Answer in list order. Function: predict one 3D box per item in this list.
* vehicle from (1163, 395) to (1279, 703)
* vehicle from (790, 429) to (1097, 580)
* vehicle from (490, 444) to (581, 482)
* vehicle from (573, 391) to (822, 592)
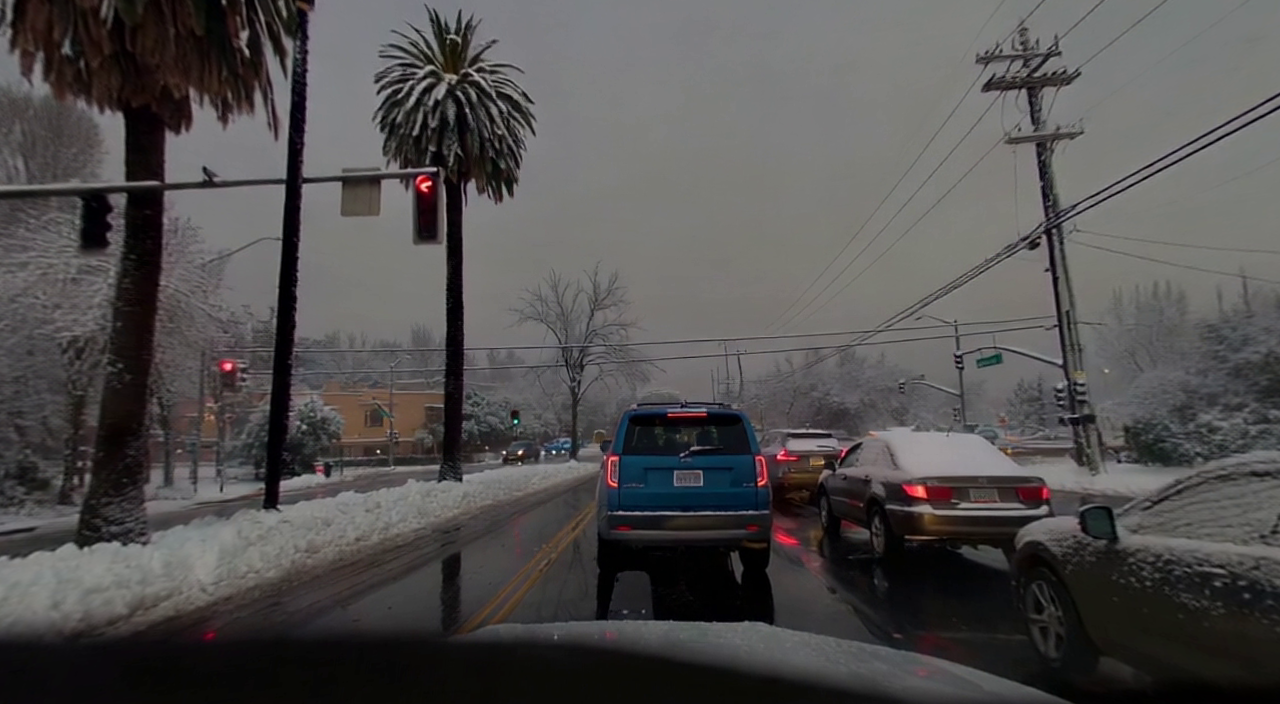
[{"bbox_3d":[3.359,0.656,0.715,1.805,1.485,4.348,0,-9,1],"label":"vehicle"},{"bbox_3d":[3.498,1.824,8.371,1.895,1.456,4.255,0,-9,-1],"label":"vehicle"},{"bbox_3d":[-4.926,5.116,29.372,4.415,1.628,1.964,-9,-12,44],"label":"vehicle"},{"bbox_3d":[0.453,1.573,7.867,2.228,1.780,4.269,0,-9,-2],"label":"vehicle"}]
